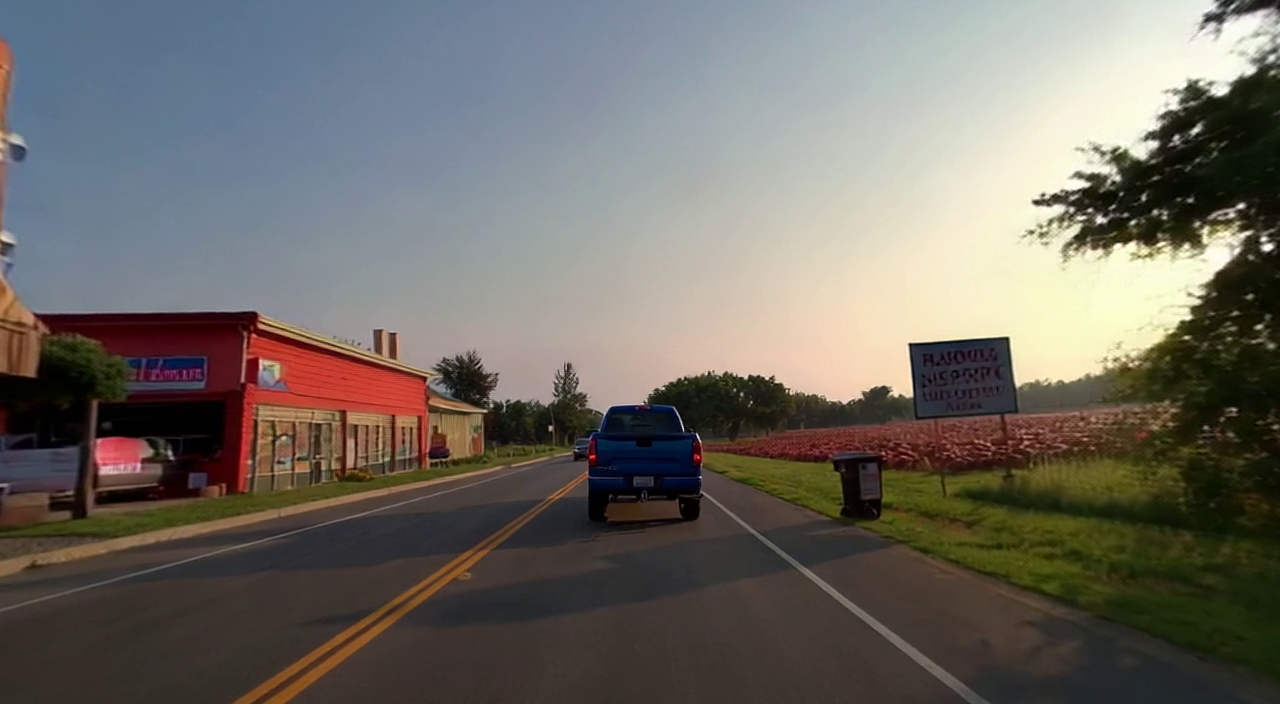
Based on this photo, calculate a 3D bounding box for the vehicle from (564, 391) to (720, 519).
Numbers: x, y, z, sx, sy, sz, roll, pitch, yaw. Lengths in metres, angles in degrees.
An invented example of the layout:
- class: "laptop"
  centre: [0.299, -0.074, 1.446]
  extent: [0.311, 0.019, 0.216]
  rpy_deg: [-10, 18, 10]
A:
- class: "vehicle"
  centre: [-0.045, 2.223, 14.018]
  extent: [2.693, 2.223, 5.885]
  rpy_deg: [0, -8, -2]
